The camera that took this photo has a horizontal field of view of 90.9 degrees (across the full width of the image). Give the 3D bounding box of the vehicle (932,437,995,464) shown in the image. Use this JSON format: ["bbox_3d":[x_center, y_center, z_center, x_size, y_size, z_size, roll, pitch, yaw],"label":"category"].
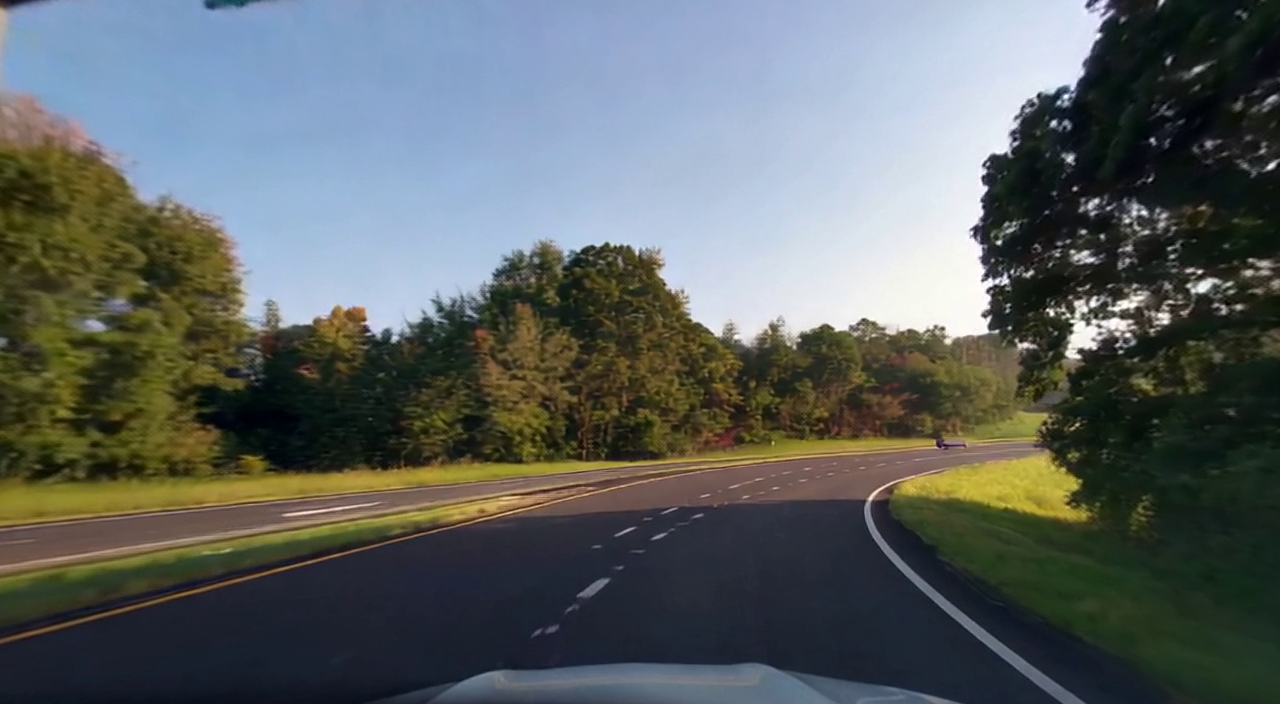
[{"bbox_3d":[18.055,5.479,35.098,3.645,1.427,1.807,8,-12,-41],"label":"vehicle"}]
